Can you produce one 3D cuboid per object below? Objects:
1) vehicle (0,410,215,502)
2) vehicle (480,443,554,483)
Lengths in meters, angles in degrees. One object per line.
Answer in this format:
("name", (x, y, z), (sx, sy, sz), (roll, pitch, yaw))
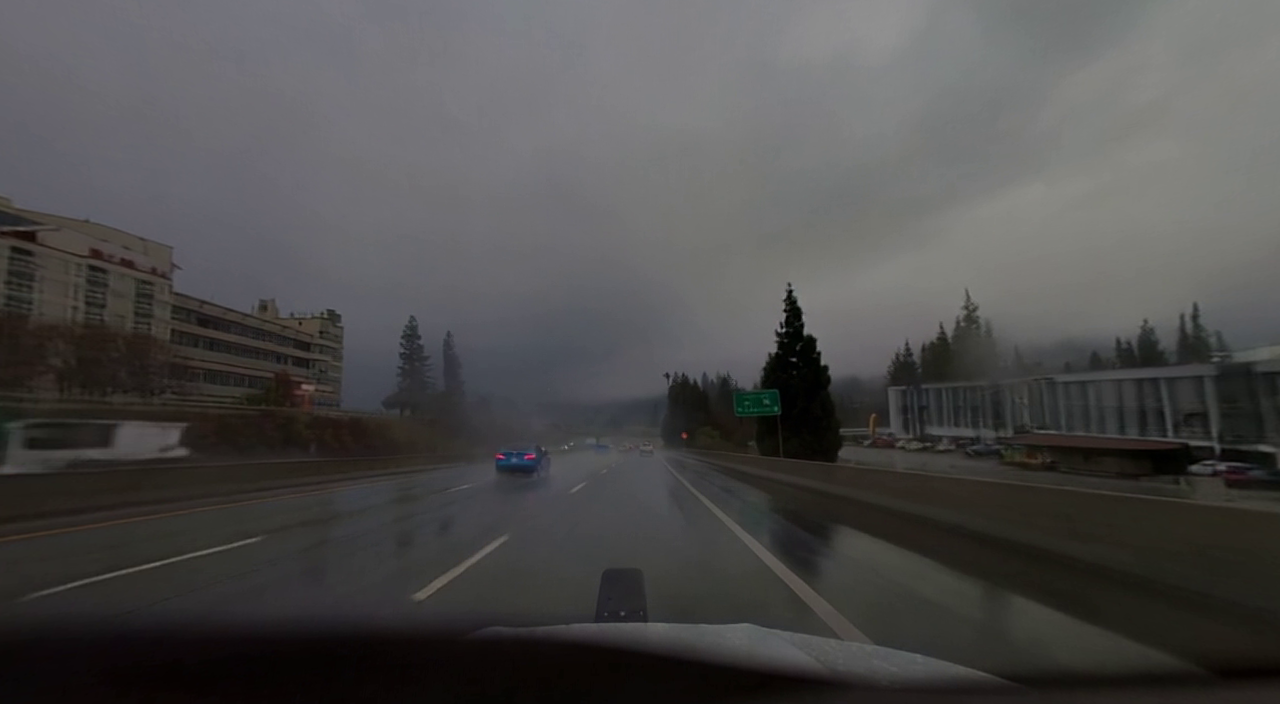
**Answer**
("vehicle", (-25.336, 4.654, 28.776), (2.750, 3.392, 13.071), (0, -8, 0))
("vehicle", (-4.891, 4.454, 25.734), (2.083, 1.471, 4.350), (0, -8, 0))
